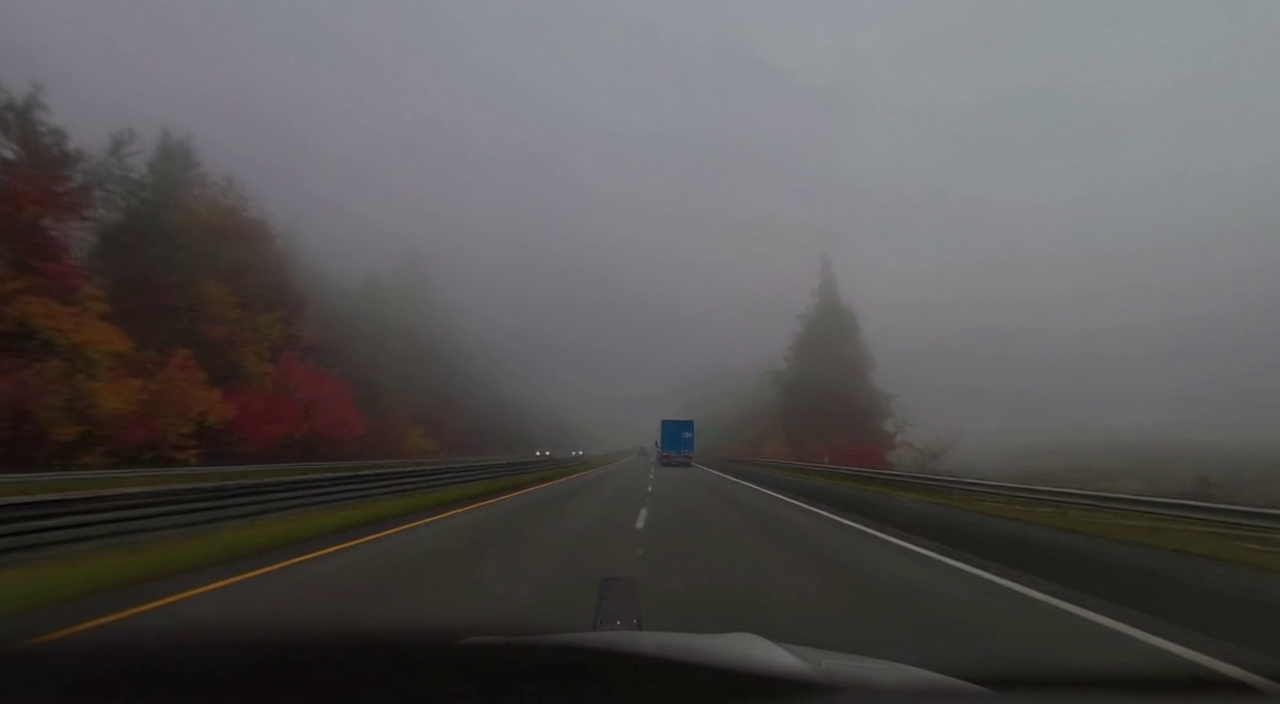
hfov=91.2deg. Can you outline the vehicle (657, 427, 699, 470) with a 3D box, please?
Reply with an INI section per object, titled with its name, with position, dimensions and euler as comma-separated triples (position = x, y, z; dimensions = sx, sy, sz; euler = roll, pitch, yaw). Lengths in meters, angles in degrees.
[vehicle]
position = 2.750, 7.311, 47.289
dimensions = 2.697, 2.980, 6.749
euler = 0, -9, 0
